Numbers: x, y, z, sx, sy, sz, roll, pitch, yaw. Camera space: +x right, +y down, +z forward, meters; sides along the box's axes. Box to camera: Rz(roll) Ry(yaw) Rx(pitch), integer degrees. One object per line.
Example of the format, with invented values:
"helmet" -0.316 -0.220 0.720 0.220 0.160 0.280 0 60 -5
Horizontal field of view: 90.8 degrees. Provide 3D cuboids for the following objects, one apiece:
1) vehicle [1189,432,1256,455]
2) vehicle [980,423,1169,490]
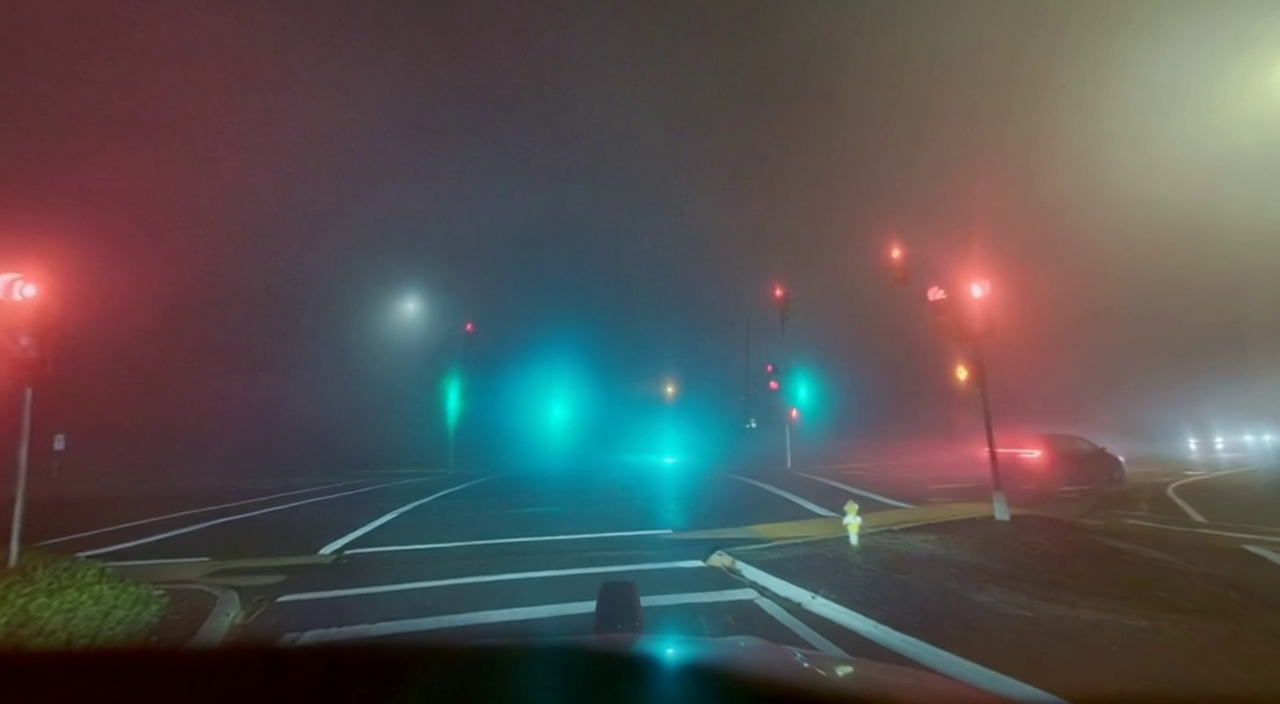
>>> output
"vehicle" 42.777 6.687 46.371 4.483 1.605 2.025 4 -9 -27
"vehicle" 11.755 2.777 17.106 4.545 1.602 2.014 4 -9 -24
